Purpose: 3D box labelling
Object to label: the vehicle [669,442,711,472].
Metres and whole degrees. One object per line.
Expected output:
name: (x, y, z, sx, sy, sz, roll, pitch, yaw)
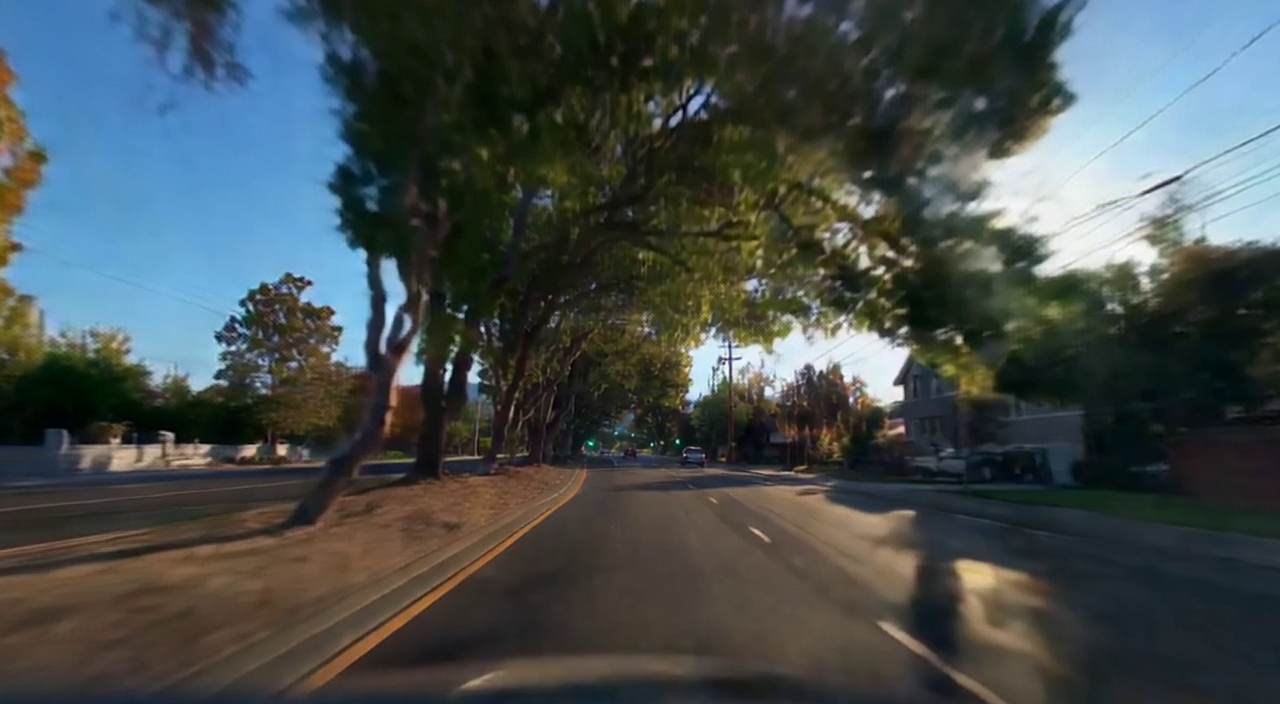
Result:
vehicle: (3.117, 6.697, 40.457, 2.240, 1.781, 4.433, 0, -8, -1)
